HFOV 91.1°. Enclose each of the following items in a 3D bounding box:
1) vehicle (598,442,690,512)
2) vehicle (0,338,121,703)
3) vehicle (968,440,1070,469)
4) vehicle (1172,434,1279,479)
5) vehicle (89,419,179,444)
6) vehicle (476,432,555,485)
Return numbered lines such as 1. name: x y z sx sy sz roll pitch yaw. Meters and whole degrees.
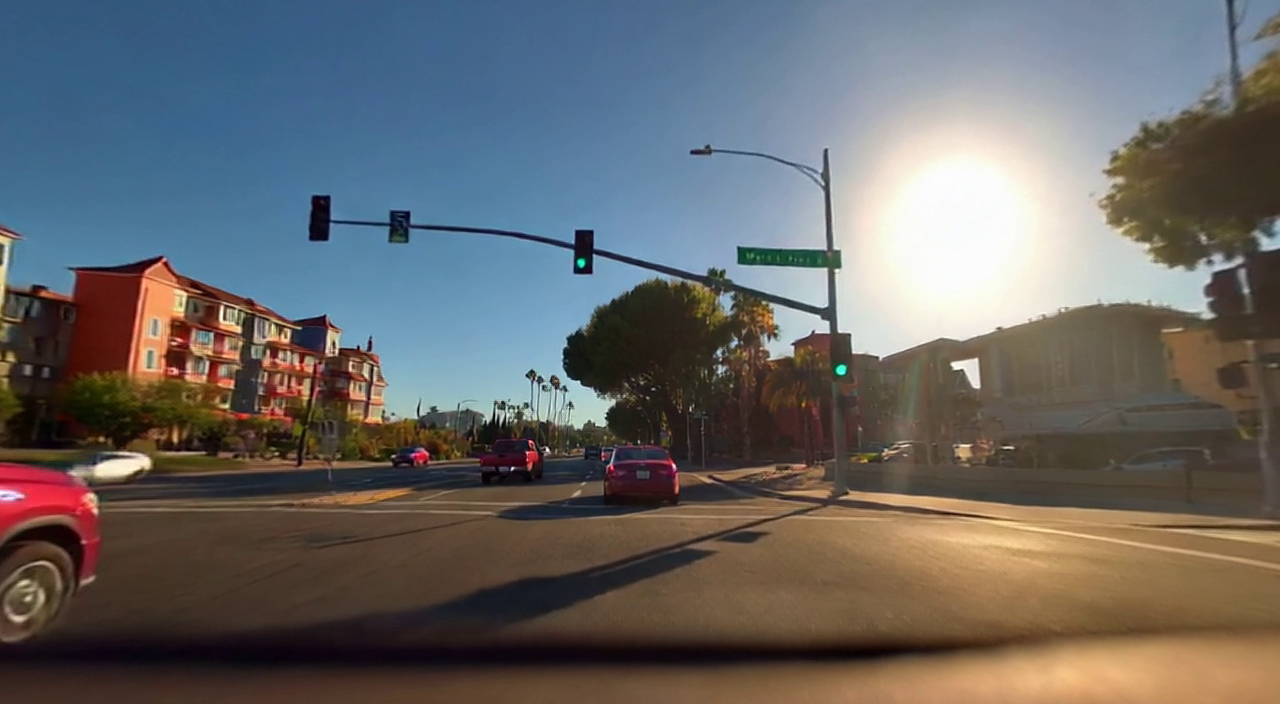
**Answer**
1. vehicle: 0.020 3.183 16.547 2.122 1.562 4.152 0 -8 -2
2. vehicle: -4.313 0.539 0.821 2.187 1.904 6.103 0 -8 -2
3. vehicle: 26.248 7.098 43.654 5.602 1.903 2.128 0 -8 1
4. vehicle: 23.719 4.015 24.237 1.908 1.626 4.559 8 -12 -44
5. vehicle: -38.119 6.016 47.403 4.923 1.874 2.063 0 -8 -1
6. vehicle: -5.306 4.628 27.805 2.447 2.062 5.911 0 -8 -2
